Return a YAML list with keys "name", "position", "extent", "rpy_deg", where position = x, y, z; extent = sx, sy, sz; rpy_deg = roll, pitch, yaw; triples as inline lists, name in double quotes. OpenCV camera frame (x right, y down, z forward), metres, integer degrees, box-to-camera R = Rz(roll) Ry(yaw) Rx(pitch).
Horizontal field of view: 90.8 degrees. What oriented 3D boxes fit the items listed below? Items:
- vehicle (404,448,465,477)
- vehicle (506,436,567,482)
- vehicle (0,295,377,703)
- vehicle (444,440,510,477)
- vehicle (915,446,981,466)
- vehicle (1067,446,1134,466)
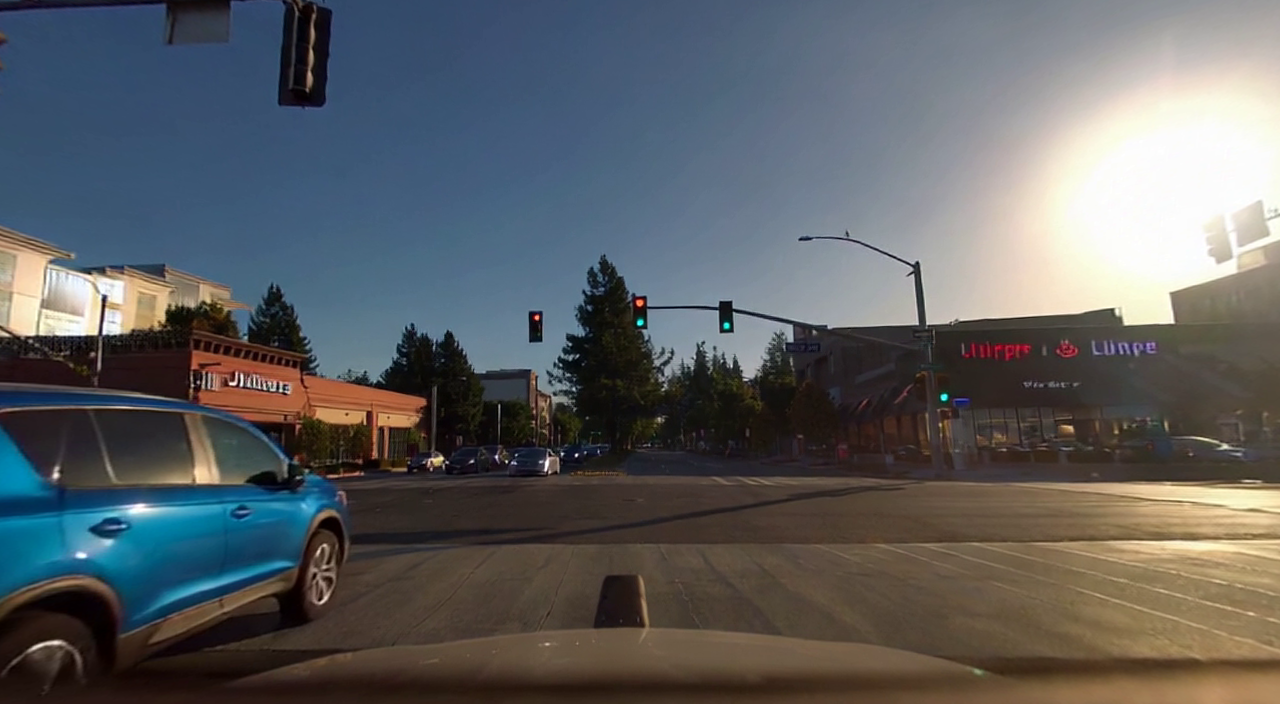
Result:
- name: "vehicle"
  position: [-11.318, 6.076, 35.119]
  extent: [2.003, 1.476, 4.082]
  rpy_deg: [0, -8, 1]
- name: "vehicle"
  position: [-4.559, 4.641, 27.783]
  extent: [2.384, 1.787, 5.038]
  rpy_deg: [1, -9, -10]
- name: "vehicle"
  position: [-3.722, 1.011, 4.090]
  extent: [2.313, 1.883, 5.016]
  rpy_deg: [1, -9, -6]
- name: "vehicle"
  position: [-8.415, 5.532, 33.156]
  extent: [2.273, 1.791, 4.809]
  rpy_deg: [0, -8, -1]
- name: "vehicle"
  position: [23.937, 8.092, 49.195]
  extent: [4.135, 1.417, 1.851]
  rpy_deg: [-2, -9, 2]
- name: "vehicle"
  position: [34.561, 7.816, 47.461]
  extent: [3.740, 1.433, 1.646]
  rpy_deg: [0, -8, -1]
